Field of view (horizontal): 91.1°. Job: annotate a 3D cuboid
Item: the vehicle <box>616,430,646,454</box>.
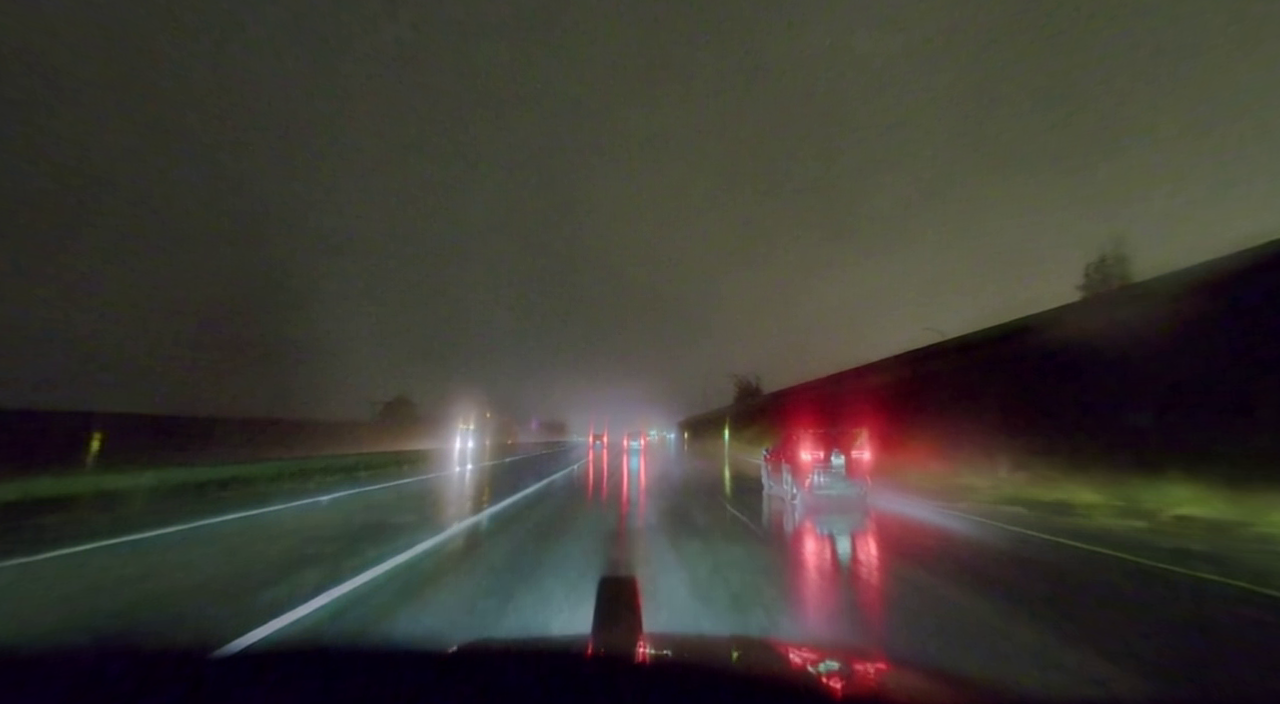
[{"bbox_3d":[-0.682,6.370,44.650,1.984,1.586,3.866,0,-8,-2],"label":"vehicle"}]
